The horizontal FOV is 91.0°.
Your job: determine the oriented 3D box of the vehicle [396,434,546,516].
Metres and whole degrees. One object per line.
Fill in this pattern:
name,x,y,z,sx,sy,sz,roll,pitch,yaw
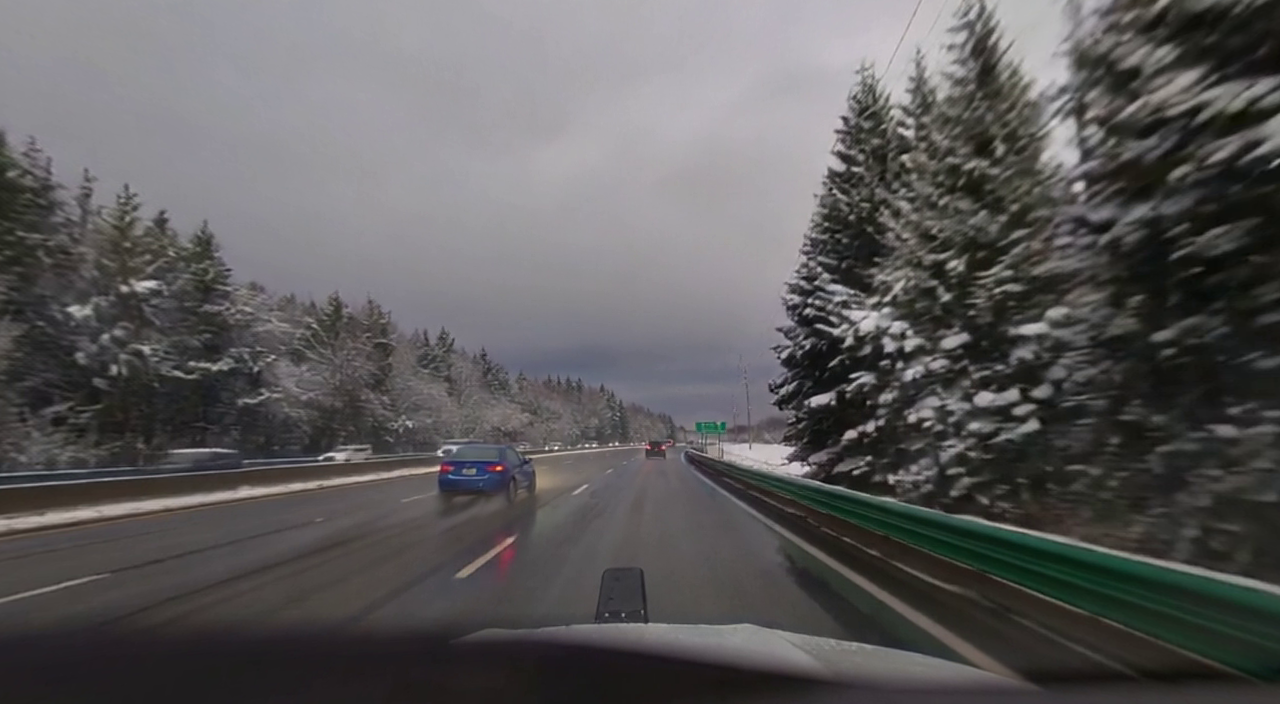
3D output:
vehicle,-3.509,2.640,14.099,2.021,1.515,4.453,0,-8,2

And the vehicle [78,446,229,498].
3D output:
vehicle,-15.682,3.850,20.594,1.791,1.474,3.831,0,-8,1

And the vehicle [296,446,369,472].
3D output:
vehicle,-19.128,6.657,39.442,1.963,1.497,4.843,0,-8,2

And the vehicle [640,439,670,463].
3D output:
vehicle,1.178,7.426,47.538,2.176,1.725,4.182,0,-8,3
